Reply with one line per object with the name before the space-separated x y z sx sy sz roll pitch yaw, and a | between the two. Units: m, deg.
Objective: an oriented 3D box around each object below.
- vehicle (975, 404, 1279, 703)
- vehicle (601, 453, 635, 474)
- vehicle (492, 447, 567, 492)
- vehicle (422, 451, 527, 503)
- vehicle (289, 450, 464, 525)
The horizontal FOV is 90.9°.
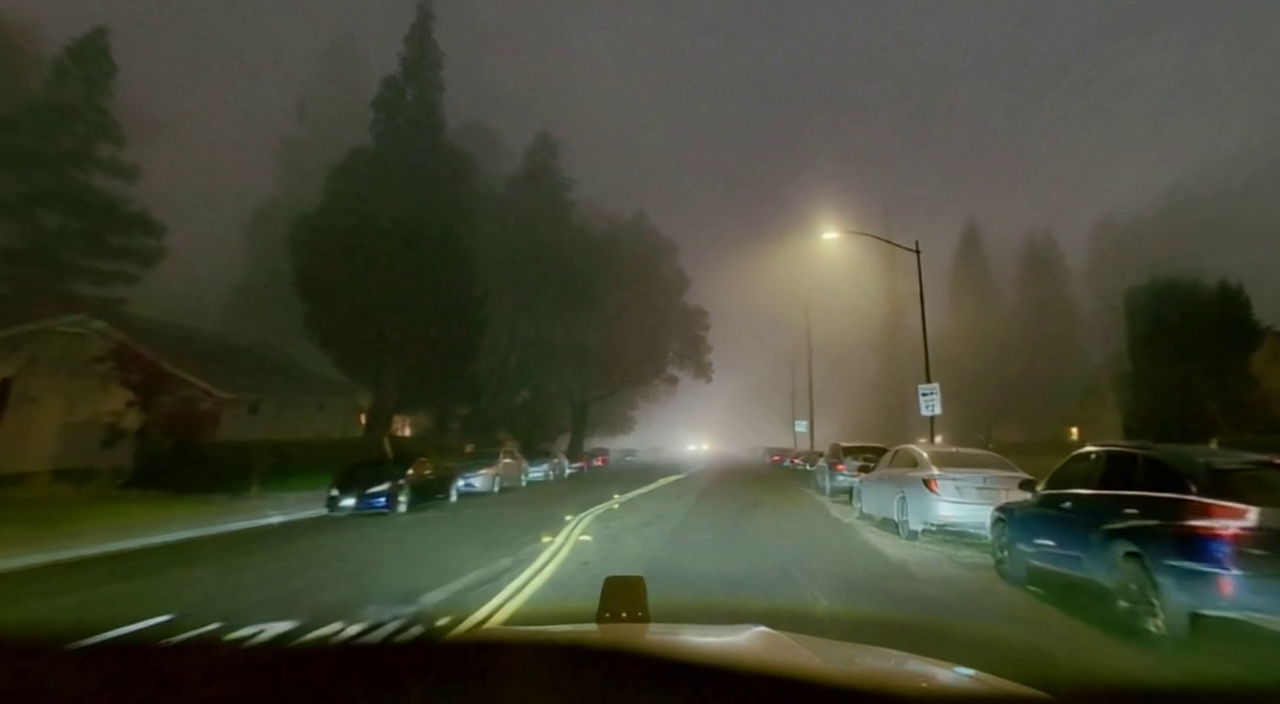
vehicle | 4.480 1.331 4.565 2.062 1.718 4.517 -1 -8 7
vehicle | -1.645 8.710 49.273 1.903 1.463 4.526 -2 -8 8
vehicle | -4.674 5.042 27.463 1.973 1.755 4.528 -2 -9 7
vehicle | -5.474 4.186 21.571 1.948 1.477 4.518 -2 -9 7
vehicle | -6.177 3.208 15.546 1.963 1.470 4.671 -2 -9 5
